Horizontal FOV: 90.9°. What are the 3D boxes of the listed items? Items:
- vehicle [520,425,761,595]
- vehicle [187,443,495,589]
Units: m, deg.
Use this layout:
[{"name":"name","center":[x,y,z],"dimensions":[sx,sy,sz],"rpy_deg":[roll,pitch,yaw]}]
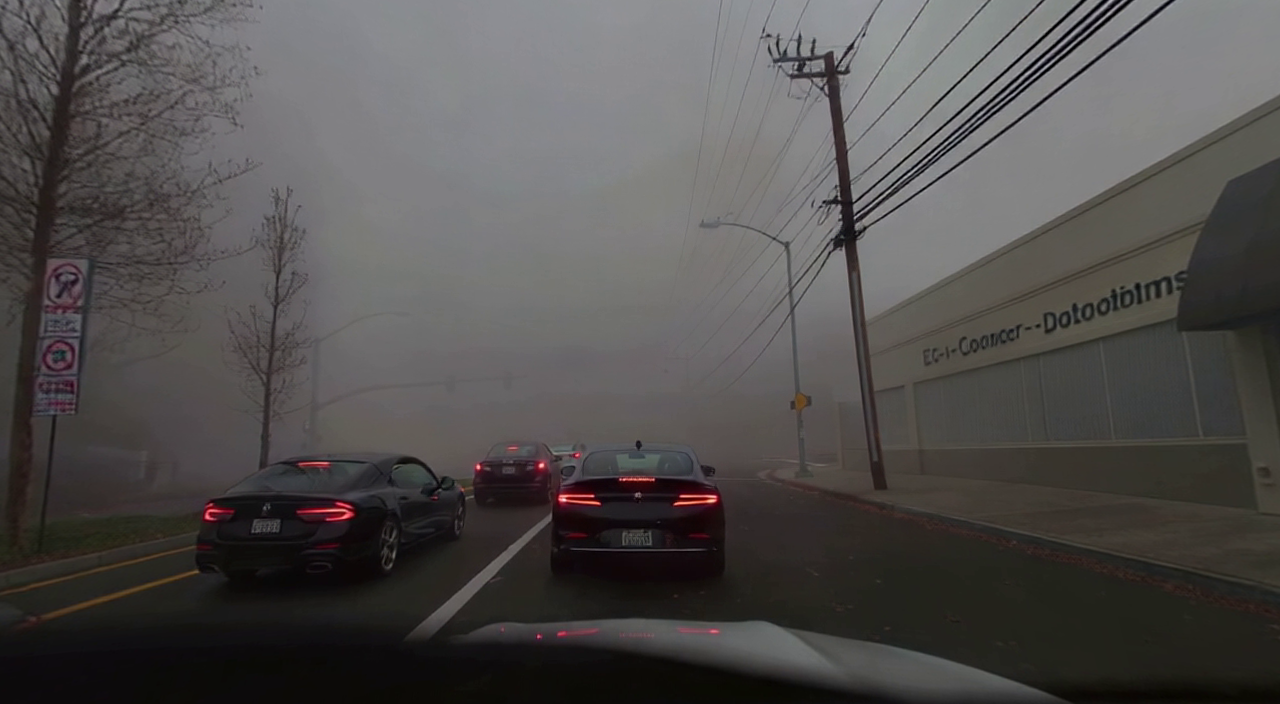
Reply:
[{"name":"vehicle","center":[-0.007,1.688,7.568],"dimensions":[2.101,1.469,3.955],"rpy_deg":[0,-9,0]},{"name":"vehicle","center":[-3.220,1.813,7.842],"dimensions":[1.765,1.319,4.013],"rpy_deg":[0,-9,2]}]
